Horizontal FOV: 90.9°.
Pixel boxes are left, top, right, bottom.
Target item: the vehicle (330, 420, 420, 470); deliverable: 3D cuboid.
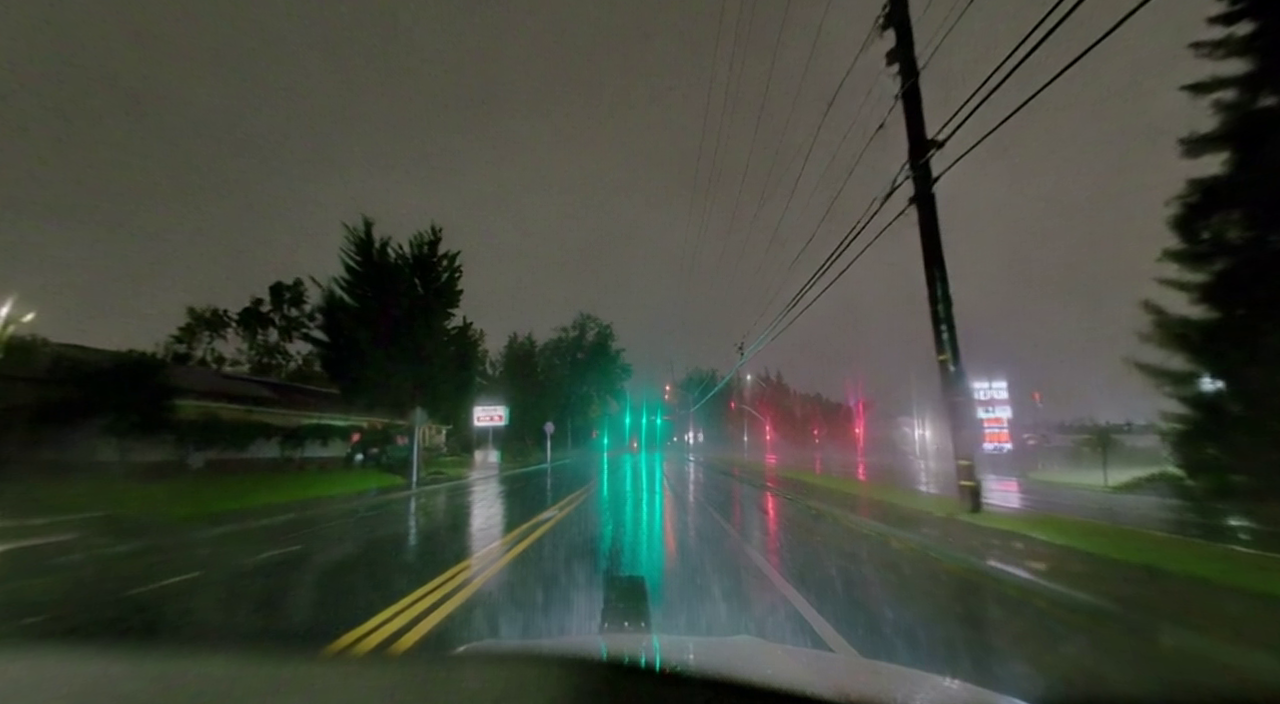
[{"bbox_3d":[-13.064,4.650,31.623,2.476,2.256,5.686,0,-8,-5],"label":"vehicle"}]
